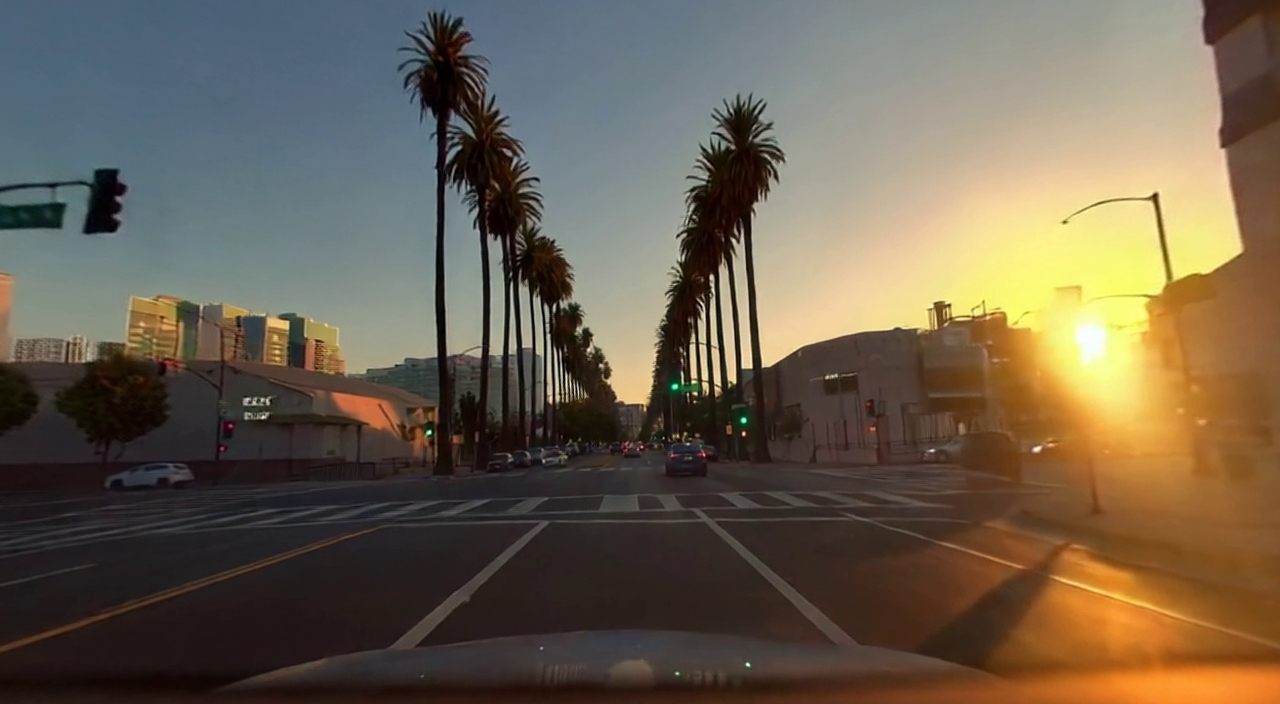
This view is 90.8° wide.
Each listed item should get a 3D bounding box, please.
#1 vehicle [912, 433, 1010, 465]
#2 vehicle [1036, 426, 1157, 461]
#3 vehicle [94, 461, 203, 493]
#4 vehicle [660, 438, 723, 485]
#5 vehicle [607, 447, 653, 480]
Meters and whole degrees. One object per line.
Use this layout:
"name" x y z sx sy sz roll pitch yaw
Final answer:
"vehicle" 17.603 5.338 34.784 4.277 1.665 2.006 0 -9 -2
"vehicle" 25.466 5.124 35.378 5.130 1.875 2.118 0 -9 -1
"vehicle" -28.801 7.316 37.158 4.570 1.741 2.107 0 -8 -2
"vehicle" 1.983 4.384 25.668 2.003 1.702 4.288 0 -8 -3
"vehicle" -0.537 5.384 30.848 2.088 1.452 3.993 0 -8 -2
